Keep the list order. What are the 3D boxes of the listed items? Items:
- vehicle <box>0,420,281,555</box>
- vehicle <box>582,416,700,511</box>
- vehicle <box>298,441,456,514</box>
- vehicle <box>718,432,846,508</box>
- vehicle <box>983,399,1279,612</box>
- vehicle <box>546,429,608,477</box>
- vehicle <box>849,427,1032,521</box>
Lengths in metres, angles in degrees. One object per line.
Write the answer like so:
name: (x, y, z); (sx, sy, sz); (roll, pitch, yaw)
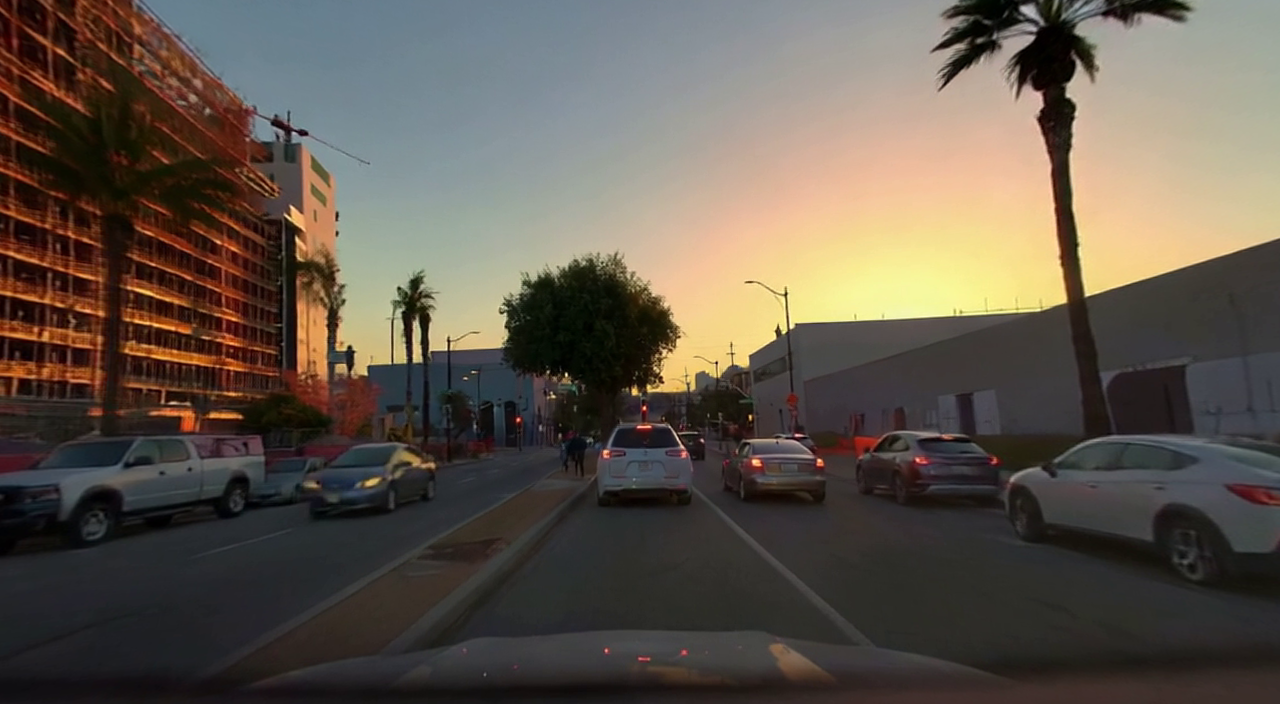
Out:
vehicle: (-10.015, 2.655, 12.541); (2.294, 1.948, 6.025); (-6, -10, 0)
vehicle: (0.000, 2.468, 14.352); (2.264, 1.798, 4.258); (0, -9, 0)
vehicle: (-6.112, 2.937, 15.361); (2.020, 1.486, 4.363); (0, -9, -1)
vehicle: (3.113, 2.675, 14.754); (1.999, 1.487, 3.939); (0, -9, -1)
vehicle: (6.339, 1.620, 7.501); (1.886, 1.792, 4.525); (0, -9, -1)
vehicle: (-2.626, 4.348, 27.474); (2.180, 1.879, 4.452); (-1, -9, 1)
vehicle: (6.163, 2.486, 13.611); (1.819, 1.672, 4.139); (0, -7, -1)
